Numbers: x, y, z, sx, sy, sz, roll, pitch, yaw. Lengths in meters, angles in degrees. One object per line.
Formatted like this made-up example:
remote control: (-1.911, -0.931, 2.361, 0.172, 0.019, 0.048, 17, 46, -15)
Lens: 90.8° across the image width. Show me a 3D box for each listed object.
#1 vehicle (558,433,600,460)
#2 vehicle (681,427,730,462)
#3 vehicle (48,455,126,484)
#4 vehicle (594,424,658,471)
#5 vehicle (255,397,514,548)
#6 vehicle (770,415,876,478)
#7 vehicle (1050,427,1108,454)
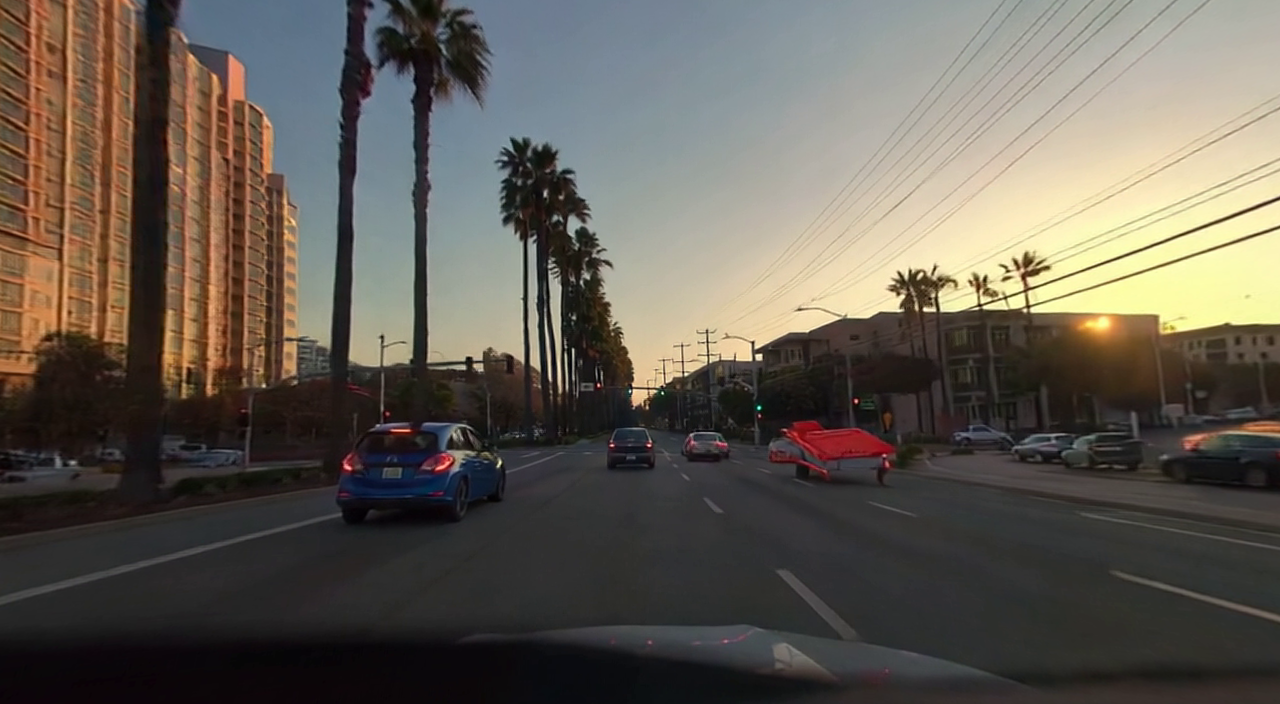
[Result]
vehicle: (-3.467, 5.457, 36.511, 1.973, 1.504, 3.895, 0, -9, 0)
vehicle: (3.220, 4.673, 31.871, 1.975, 1.598, 4.025, 0, -9, -1)
vehicle: (-31.303, 6.613, 35.922, 1.879, 1.448, 4.729, 4, -9, -24)
vehicle: (-0.541, 3.783, 24.980, 2.302, 1.681, 4.217, 0, -9, -1)
vehicle: (-3.465, 1.756, 9.740, 2.136, 1.779, 4.417, 0, -9, 0)
vehicle: (6.424, 3.419, 22.904, 2.130, 1.979, 5.310, 0, -9, -1)
vehicle: (26.042, 5.291, 37.622, 2.020, 1.501, 4.732, -4, -9, 25)
